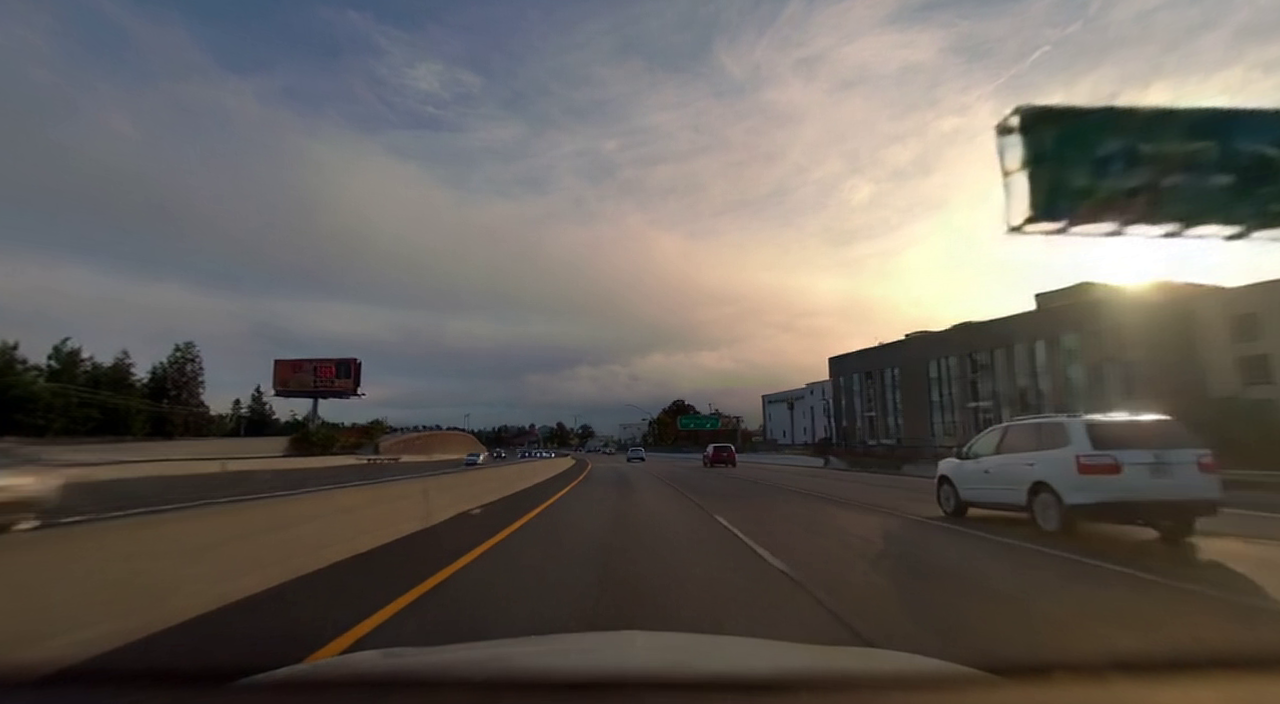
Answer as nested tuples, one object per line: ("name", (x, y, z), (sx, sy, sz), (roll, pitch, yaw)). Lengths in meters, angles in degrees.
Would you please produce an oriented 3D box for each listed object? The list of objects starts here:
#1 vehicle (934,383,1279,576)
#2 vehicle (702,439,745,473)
("vehicle", (6.505, 1.667, 8.970), (2.181, 1.952, 4.973), (0, -9, -1))
("vehicle", (5.661, 7.147, 43.660), (2.043, 2.154, 4.731), (1, -9, -4))
